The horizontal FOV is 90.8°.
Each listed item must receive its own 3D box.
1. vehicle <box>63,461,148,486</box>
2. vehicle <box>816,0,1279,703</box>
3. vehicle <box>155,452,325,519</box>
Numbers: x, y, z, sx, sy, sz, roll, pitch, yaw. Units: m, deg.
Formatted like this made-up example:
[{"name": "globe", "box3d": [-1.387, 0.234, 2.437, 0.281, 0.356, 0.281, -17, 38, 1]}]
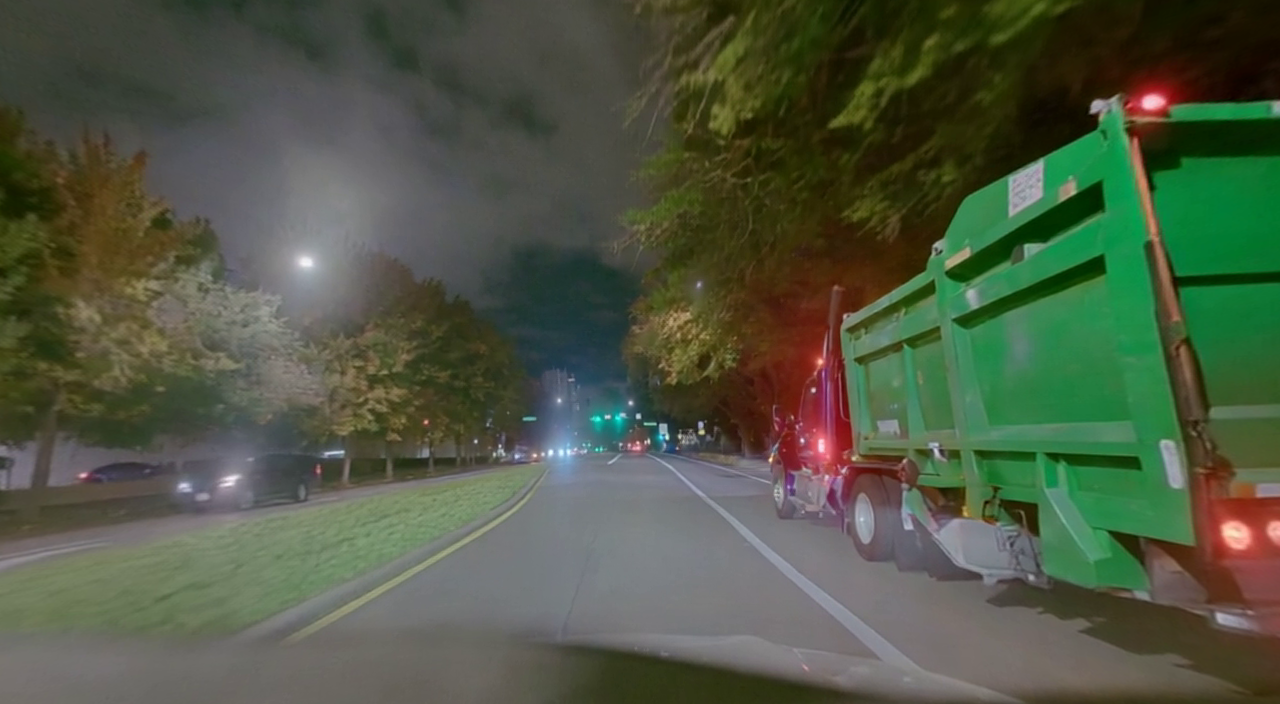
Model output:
[{"name": "vehicle", "box3d": [-36.249, 8.258, 43.009, 1.828, 1.470, 4.423, 0, -8, 0]}, {"name": "vehicle", "box3d": [3.932, 0.146, 3.455, 2.731, 3.407, 10.262, 0, -8, -1]}, {"name": "vehicle", "box3d": [-13.594, 4.499, 22.106, 2.290, 1.943, 5.833, 0, -9, -2]}]
